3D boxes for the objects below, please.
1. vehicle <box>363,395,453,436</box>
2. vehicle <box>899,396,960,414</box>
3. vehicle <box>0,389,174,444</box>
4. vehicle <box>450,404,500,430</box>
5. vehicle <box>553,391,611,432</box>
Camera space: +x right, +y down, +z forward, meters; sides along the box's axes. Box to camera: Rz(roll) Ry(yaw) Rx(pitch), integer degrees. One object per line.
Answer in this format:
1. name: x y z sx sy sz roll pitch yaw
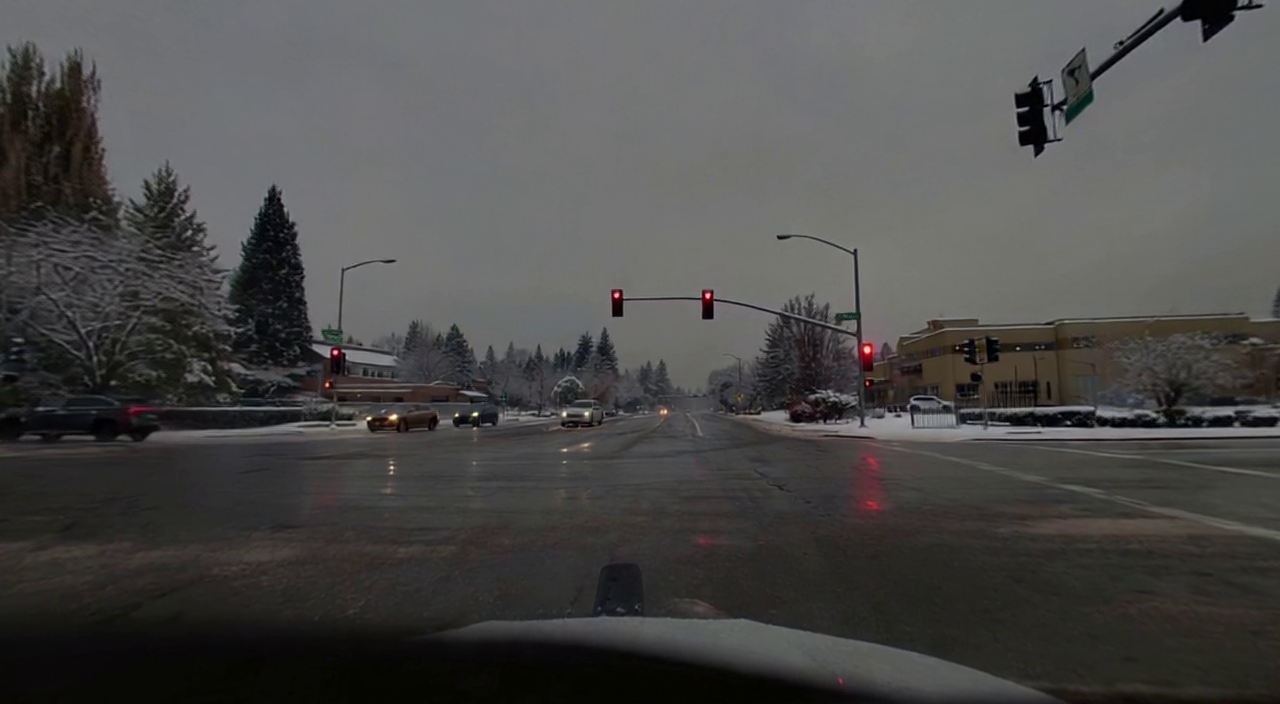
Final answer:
1. vehicle: -12.222 3.470 33.664 2.340 1.902 4.920 -2 -9 9
2. vehicle: 22.457 4.154 49.124 3.933 1.219 1.700 0 -9 4
3. vehicle: -18.593 2.201 21.159 4.445 1.723 2.007 -1 -9 4
4. vehicle: -10.885 4.396 42.065 1.899 1.510 4.294 -1 -9 5
5. vehicle: -3.085 3.376 34.889 2.306 1.907 5.382 -1 -9 5
